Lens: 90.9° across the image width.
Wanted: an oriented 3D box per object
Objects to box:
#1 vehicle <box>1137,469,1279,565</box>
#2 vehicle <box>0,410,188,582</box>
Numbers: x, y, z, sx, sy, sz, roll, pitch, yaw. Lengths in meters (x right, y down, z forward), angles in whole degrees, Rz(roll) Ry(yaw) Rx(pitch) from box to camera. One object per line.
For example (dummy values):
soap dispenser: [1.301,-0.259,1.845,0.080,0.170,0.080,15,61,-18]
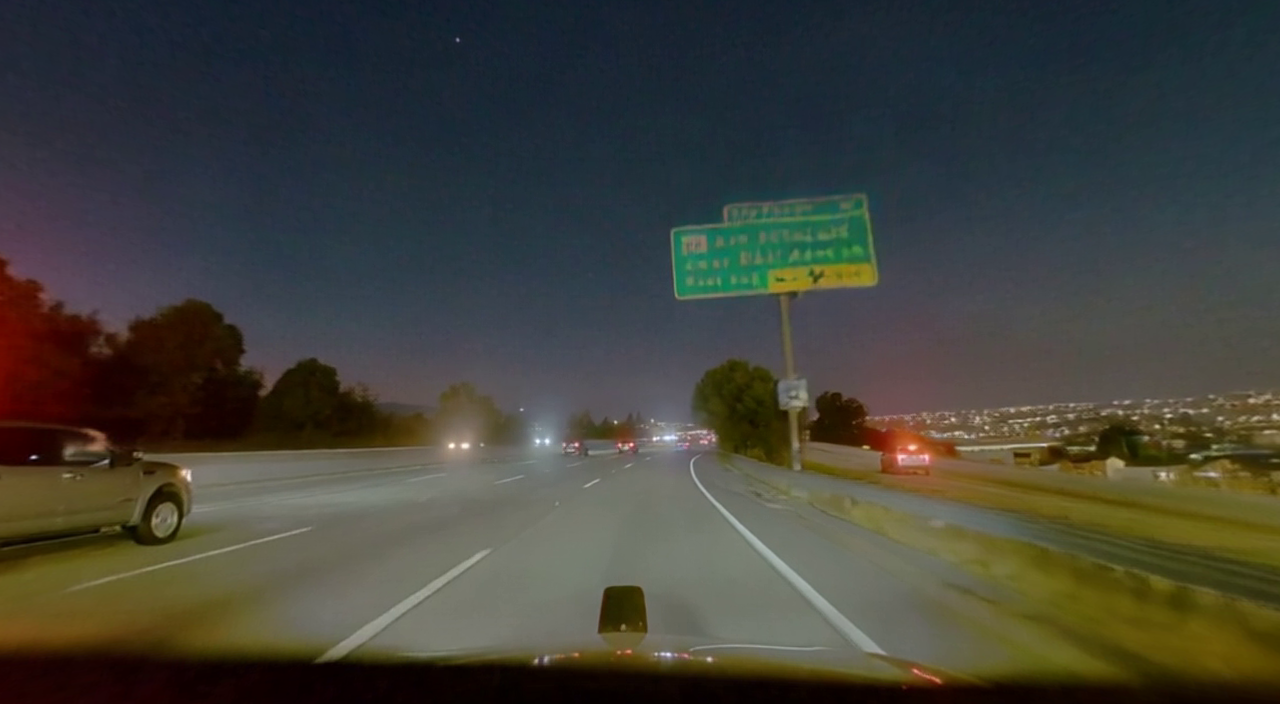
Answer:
vehicle: [26.321,7.089,28.055,2.749,3.380,6.690,0,-8,-1]
vehicle: [-7.071,1.366,5.952,1.923,1.630,4.857,0,-8,1]
